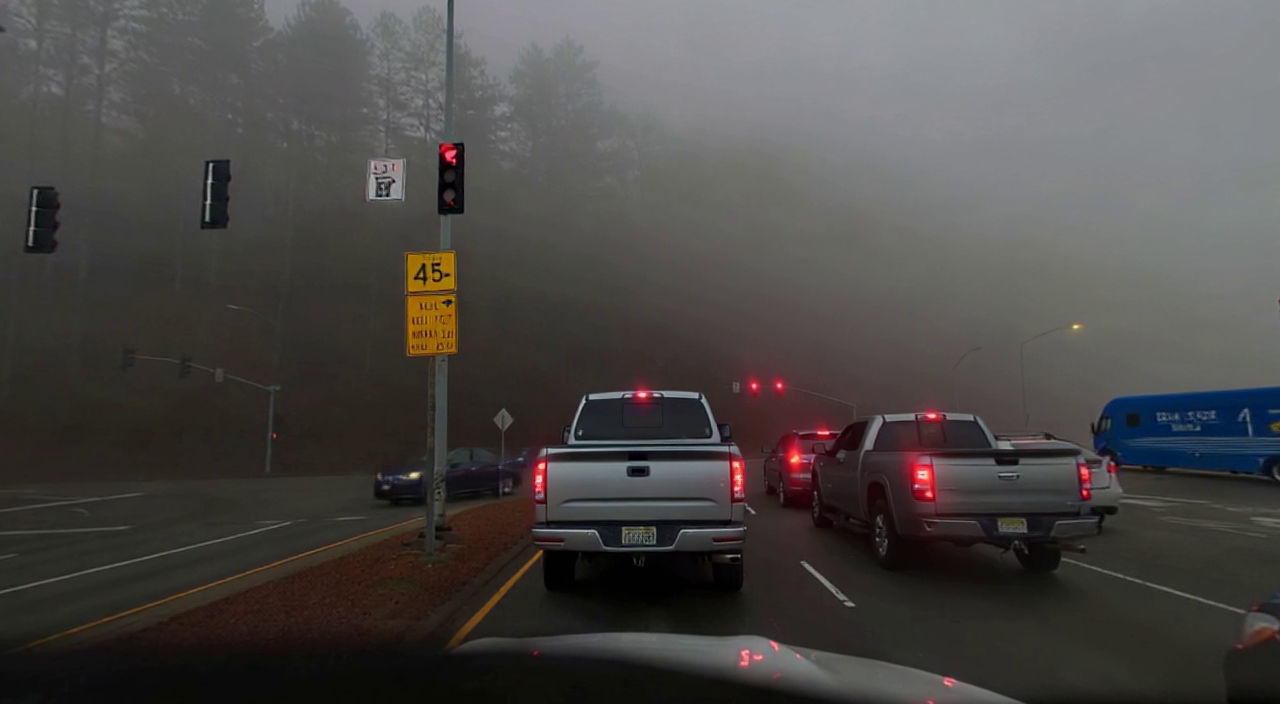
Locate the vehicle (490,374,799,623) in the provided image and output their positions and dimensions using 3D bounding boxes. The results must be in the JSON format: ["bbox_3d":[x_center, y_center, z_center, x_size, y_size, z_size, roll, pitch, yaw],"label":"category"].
[{"bbox_3d":[0.065,1.471,7.332,2.326,1.880,4.964,0,-8,1],"label":"vehicle"}]

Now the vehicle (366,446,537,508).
[{"bbox_3d":[-5.513,3.681,19.290,2.410,1.596,4.931,-4,-9,22],"label":"vehicle"}]

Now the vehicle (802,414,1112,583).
[{"bbox_3d":[3.596,1.718,8.184,1.981,1.616,4.006,0,-8,1],"label":"vehicle"}]

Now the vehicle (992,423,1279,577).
[{"bbox_3d":[6.847,1.741,8.259,1.973,1.470,4.228,0,-8,0],"label":"vehicle"}]
